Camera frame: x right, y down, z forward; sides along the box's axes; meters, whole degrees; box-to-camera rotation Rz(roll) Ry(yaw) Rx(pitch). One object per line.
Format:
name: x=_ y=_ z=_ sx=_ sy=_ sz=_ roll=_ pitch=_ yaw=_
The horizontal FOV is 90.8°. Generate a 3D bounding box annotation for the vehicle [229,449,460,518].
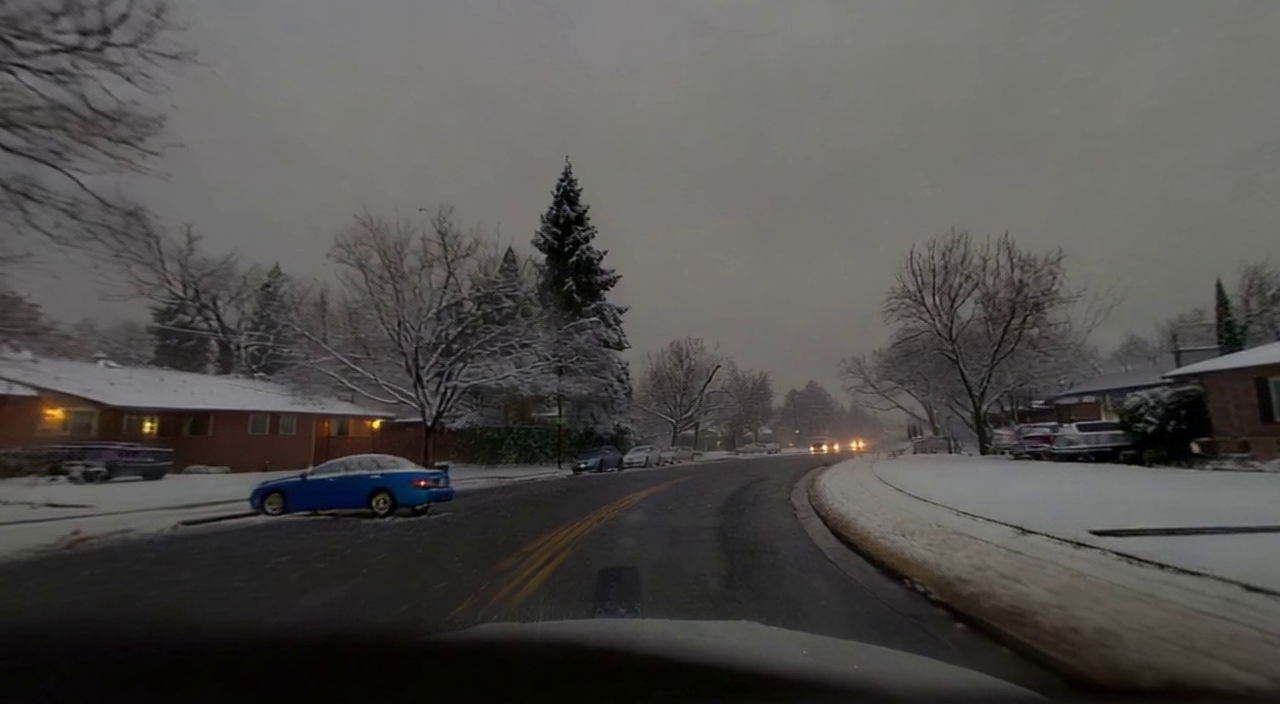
vehicle: x=-6.964 y=3.095 z=15.162 sx=4.653 sy=1.480 sz=1.871 roll=-1 pitch=-9 yaw=7

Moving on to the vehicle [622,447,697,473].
vehicle: x=1.346 y=7.233 z=42.551 sx=4.692 sy=1.660 sz=1.879 roll=-3 pitch=-9 yaw=18
